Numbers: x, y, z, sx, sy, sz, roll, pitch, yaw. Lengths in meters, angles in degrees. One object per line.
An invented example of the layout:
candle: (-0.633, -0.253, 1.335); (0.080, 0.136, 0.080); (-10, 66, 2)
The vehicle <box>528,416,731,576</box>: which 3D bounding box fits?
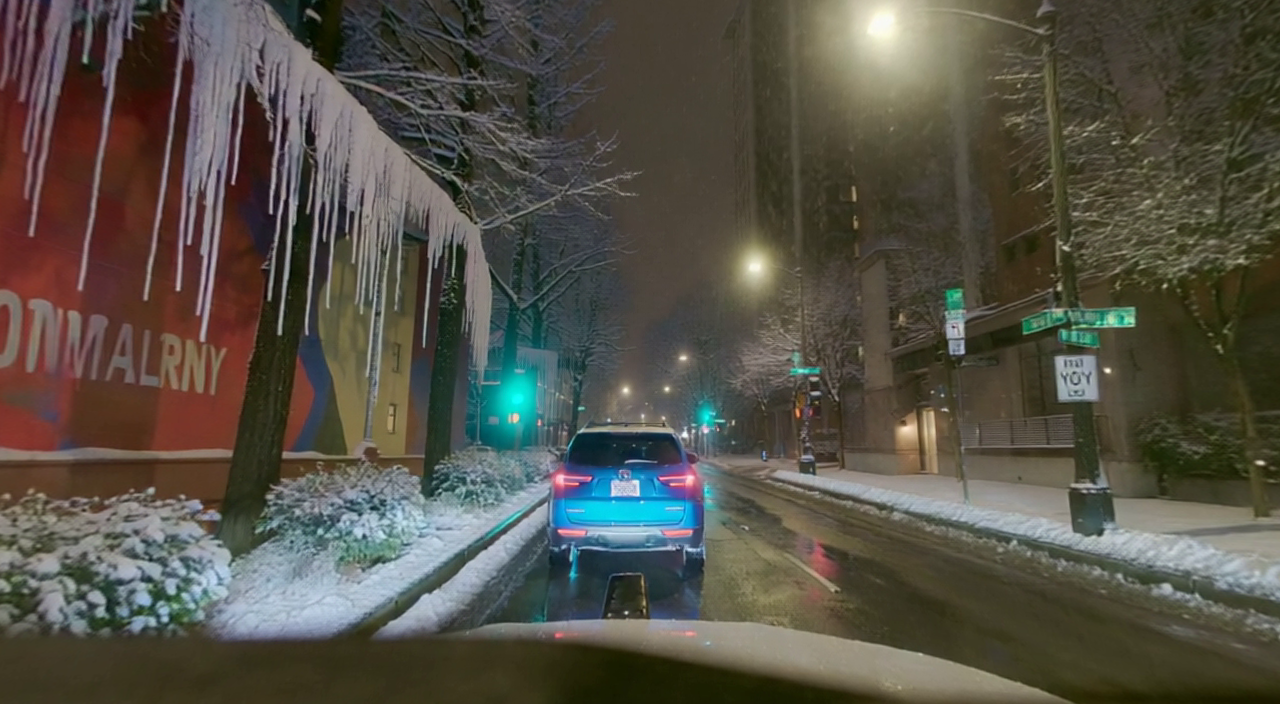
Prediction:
vehicle: (-0.130, 1.766, 8.470); (2.079, 1.621, 3.861); (0, -8, -1)
